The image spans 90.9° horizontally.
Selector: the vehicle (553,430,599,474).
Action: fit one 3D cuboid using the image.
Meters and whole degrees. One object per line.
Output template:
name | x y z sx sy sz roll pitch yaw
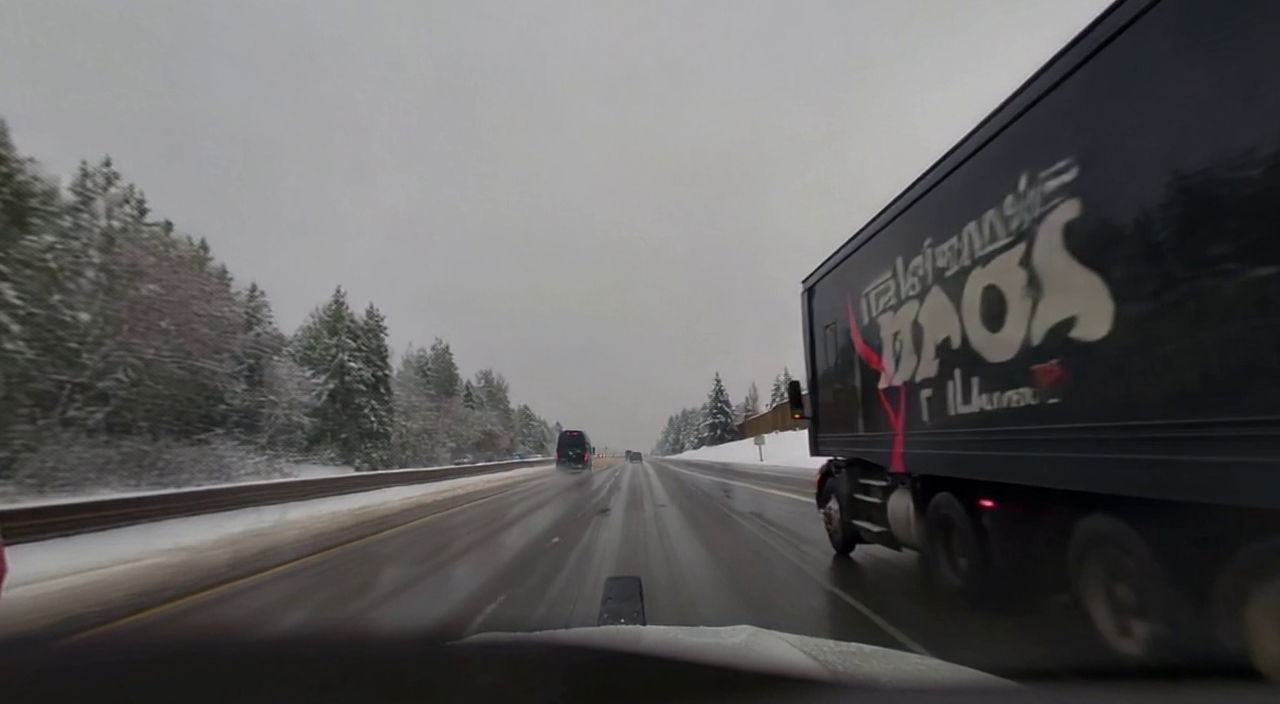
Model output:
vehicle | -3.899 6.265 39.474 2.305 2.517 5.486 0 -9 0
